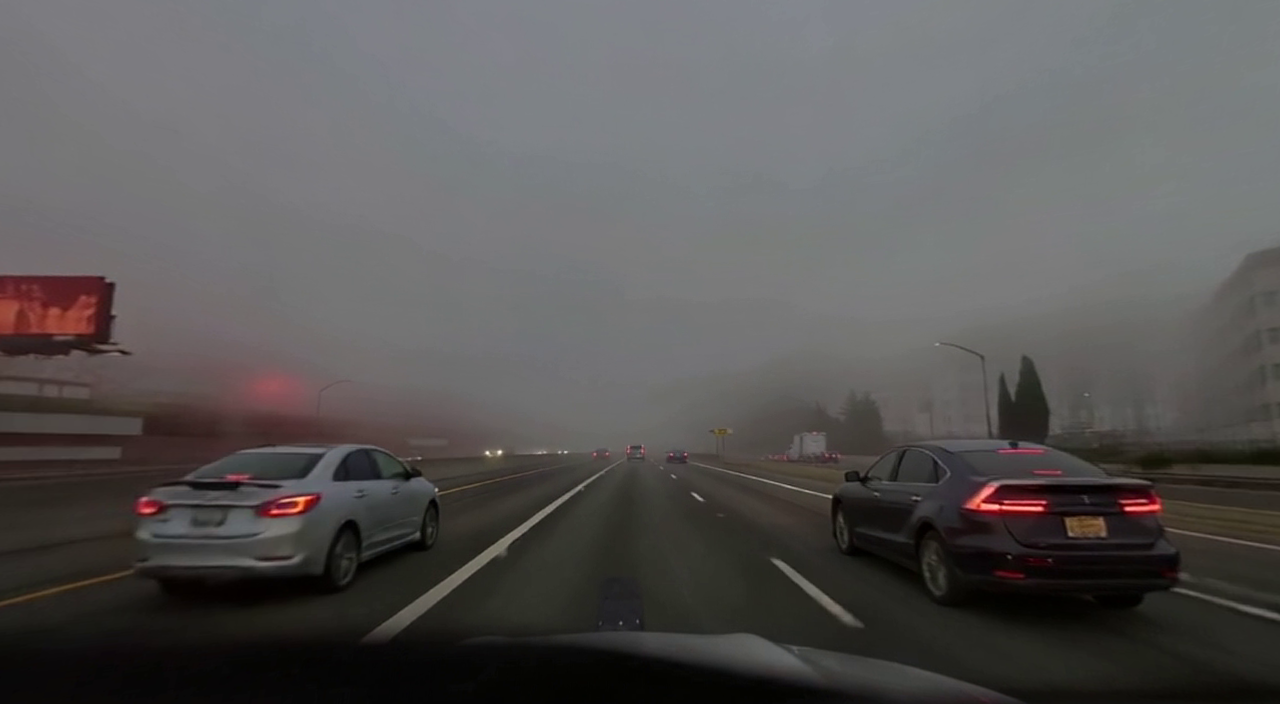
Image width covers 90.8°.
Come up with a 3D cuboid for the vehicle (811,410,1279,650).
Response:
[{"bbox_3d":[3.384,1.487,6.356,1.987,1.509,4.512,0,-9,-1],"label":"vehicle"}]

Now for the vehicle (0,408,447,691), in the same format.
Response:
[{"bbox_3d":[-3.398,1.427,5.747,1.879,1.526,4.483,0,-9,0],"label":"vehicle"}]
